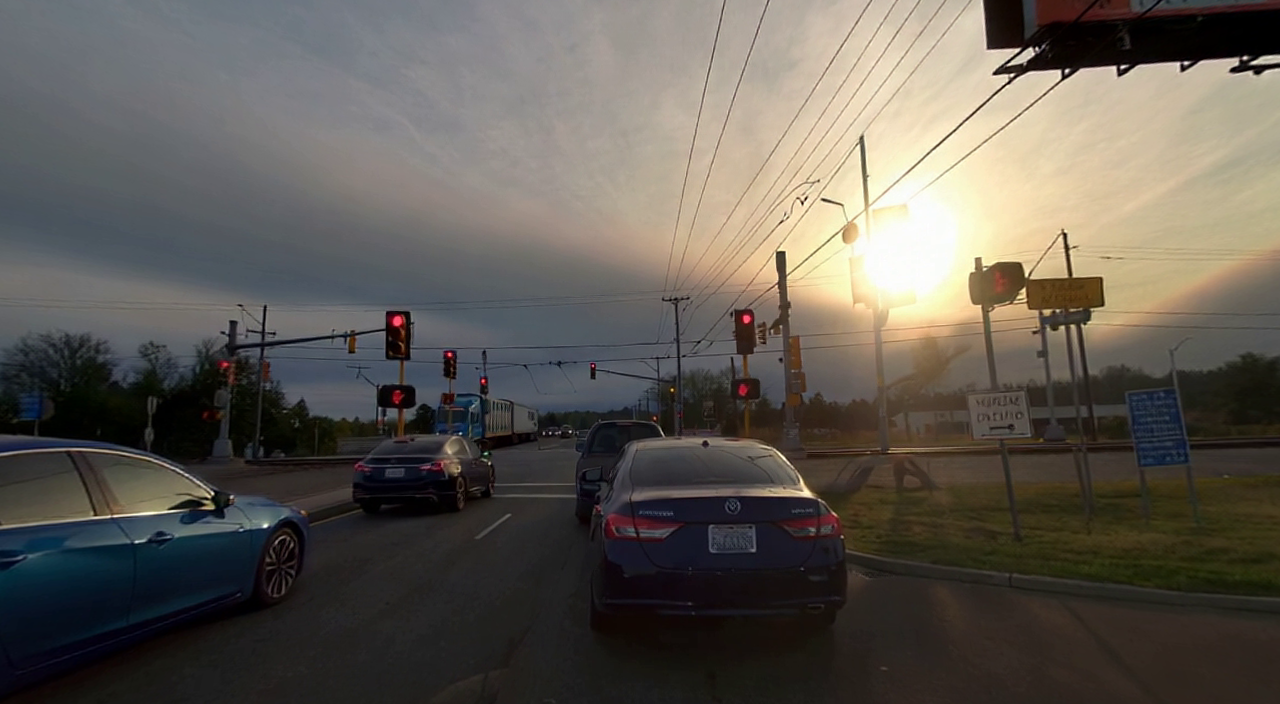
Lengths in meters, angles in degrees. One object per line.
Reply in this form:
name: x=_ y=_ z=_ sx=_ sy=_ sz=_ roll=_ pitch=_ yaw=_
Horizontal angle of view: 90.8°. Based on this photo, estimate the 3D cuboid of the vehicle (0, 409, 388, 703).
vehicle: x=-3.707 y=1.250 z=4.465 sx=1.956 sy=1.468 sz=4.585 roll=0 pitch=-9 yaw=0

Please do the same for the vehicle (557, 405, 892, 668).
vehicle: x=0.395 y=1.383 z=5.796 sx=1.998 sy=1.529 sz=3.960 roll=1 pitch=-9 yaw=-3

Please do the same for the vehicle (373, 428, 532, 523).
vehicle: x=-3.355 y=2.280 z=12.191 sx=1.984 sy=1.505 sz=3.982 roll=0 pitch=-9 yaw=-2
